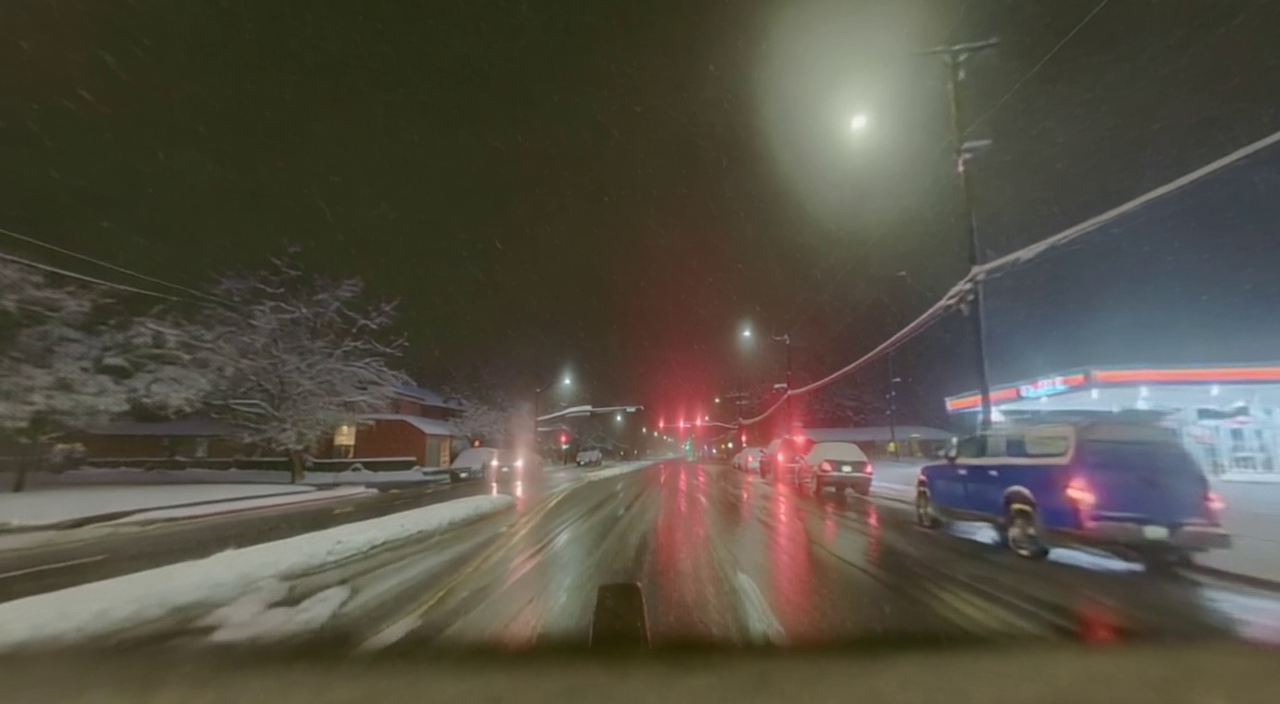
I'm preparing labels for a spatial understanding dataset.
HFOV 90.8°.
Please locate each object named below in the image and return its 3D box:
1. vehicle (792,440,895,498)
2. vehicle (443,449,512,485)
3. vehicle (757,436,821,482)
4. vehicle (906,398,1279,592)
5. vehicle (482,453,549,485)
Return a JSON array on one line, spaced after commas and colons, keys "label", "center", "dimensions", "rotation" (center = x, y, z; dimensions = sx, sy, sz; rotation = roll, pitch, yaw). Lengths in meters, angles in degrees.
[{"label": "vehicle", "center": [6.714, 3.909, 21.532], "dimensions": [1.995, 1.720, 5.067], "rotation": [-1, -9, 2]}, {"label": "vehicle", "center": [-9.600, 6.836, 37.909], "dimensions": [2.214, 1.994, 5.721], "rotation": [-1, -9, 5]}, {"label": "vehicle", "center": [7.481, 5.437, 32.317], "dimensions": [2.181, 2.103, 6.044], "rotation": [-1, -9, 4]}, {"label": "vehicle", "center": [5.783, 1.817, 8.878], "dimensions": [2.194, 1.896, 5.049], "rotation": [-1, -9, 5]}, {"label": "vehicle", "center": [-6.721, 6.366, 34.717], "dimensions": [2.007, 1.606, 4.764], "rotation": [-2, -9, 9]}]
